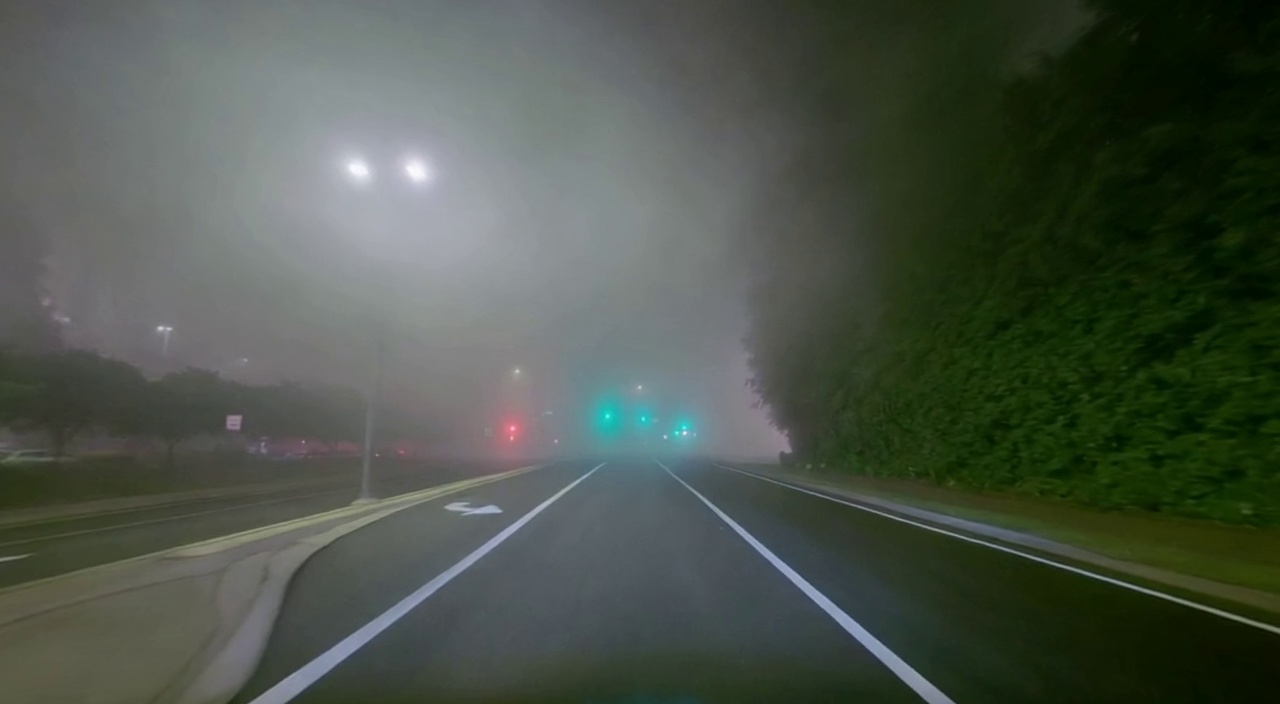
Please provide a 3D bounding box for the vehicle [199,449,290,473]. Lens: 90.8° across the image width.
[{"bbox_3d":[-25.112,6.905,40.223,4.417,1.460,2.076,0,-8,2],"label":"vehicle"}]
